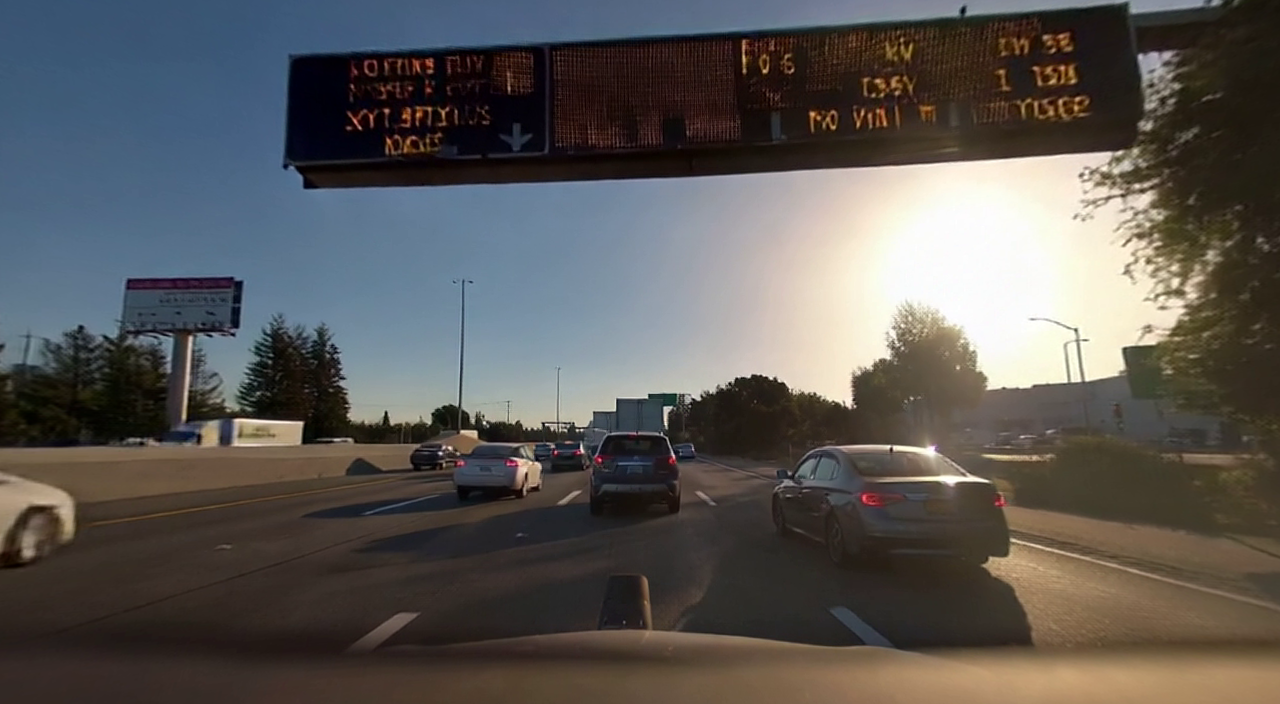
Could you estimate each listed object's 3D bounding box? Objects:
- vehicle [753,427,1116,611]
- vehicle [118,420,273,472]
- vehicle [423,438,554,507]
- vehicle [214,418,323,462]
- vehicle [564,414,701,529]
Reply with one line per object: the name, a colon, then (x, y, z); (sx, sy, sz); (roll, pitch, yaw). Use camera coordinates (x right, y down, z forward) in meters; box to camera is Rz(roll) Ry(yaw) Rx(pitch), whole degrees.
vehicle: (2.804, 1.696, 7.422); (2.018, 1.470, 4.491); (0, -9, -1)
vehicle: (-28.253, 6.084, 40.928); (2.942, 2.947, 9.596); (0, -9, 1)
vehicle: (-3.570, 2.944, 15.865); (2.132, 1.464, 4.481); (0, -9, 1)
vehicle: (-28.325, 6.851, 48.744); (2.826, 2.992, 9.022); (0, -9, 1)
vehicle: (-0.121, 2.180, 11.949); (2.152, 1.779, 3.924); (0, -9, 0)
